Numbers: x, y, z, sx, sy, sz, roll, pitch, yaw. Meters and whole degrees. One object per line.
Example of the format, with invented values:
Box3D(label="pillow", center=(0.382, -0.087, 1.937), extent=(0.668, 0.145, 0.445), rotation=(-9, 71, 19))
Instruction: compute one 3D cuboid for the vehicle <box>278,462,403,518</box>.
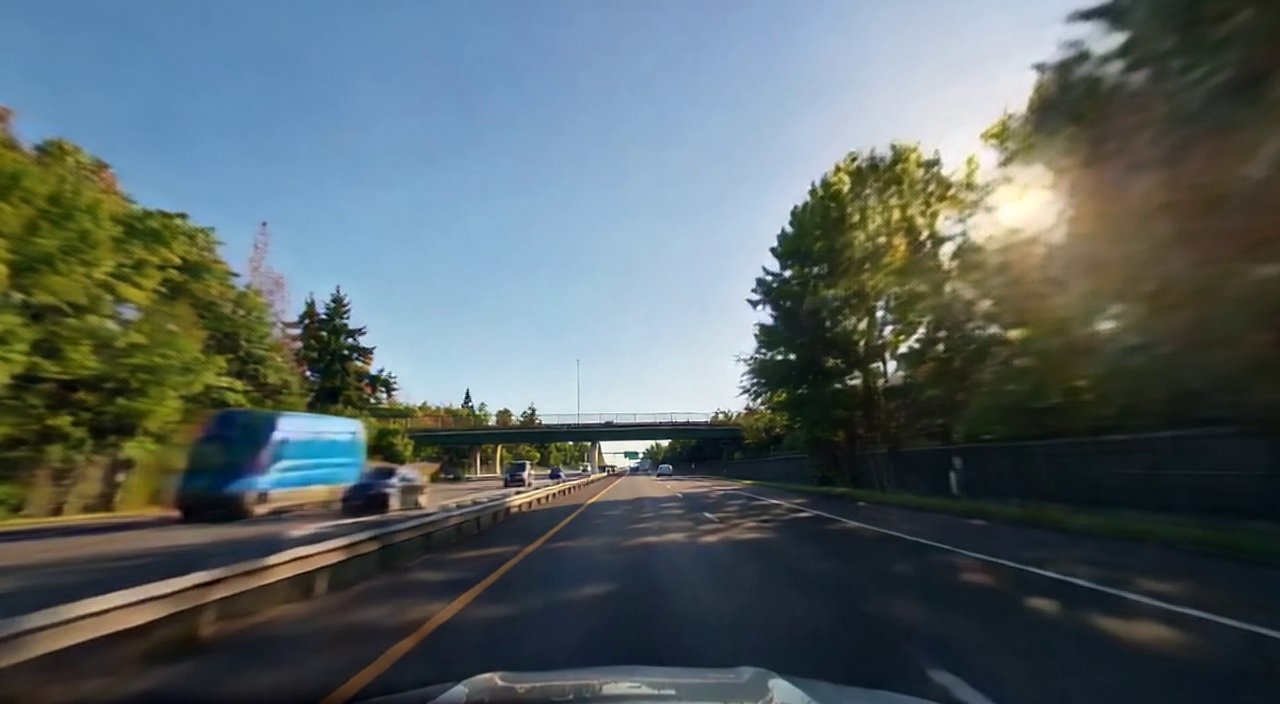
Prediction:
Box3D(label="vehicle", center=(-9.075, 4.209, 19.444), extent=(1.919, 1.507, 3.887), rotation=(1, -10, 0))

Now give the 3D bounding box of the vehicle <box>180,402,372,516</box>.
Box3D(label="vehicle", center=(-13.516, 4.167, 24.335), extent=(2.994, 3.686, 7.146), rotation=(1, -10, 0))

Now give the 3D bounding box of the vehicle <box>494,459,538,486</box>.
Box3D(label="vehicle", center=(-9.181, 8.988, 46.809), extent=(2.250, 1.825, 4.768), rotation=(1, -10, 1))
